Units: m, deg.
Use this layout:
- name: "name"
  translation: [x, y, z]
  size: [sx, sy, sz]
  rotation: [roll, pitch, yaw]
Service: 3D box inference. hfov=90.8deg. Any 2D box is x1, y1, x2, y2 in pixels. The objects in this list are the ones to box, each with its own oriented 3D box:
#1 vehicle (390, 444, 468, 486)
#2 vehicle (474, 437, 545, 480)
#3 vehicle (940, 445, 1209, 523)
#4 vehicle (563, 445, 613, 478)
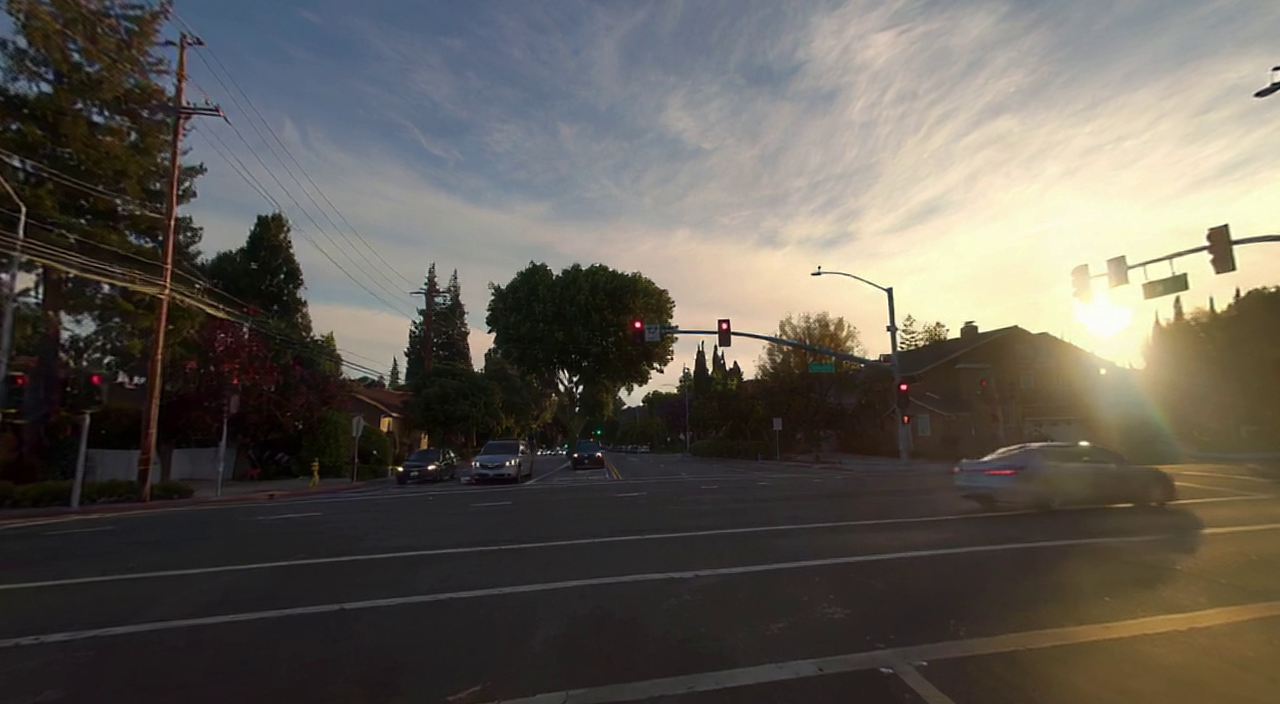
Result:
- name: "vehicle"
  translation: [-10.168, 5.458, 30.890]
  size: [2.241, 1.819, 4.690]
  rotation: [0, -9, -1]
- name: "vehicle"
  translation: [-6.391, 5.295, 31.690]
  size: [2.479, 1.977, 5.254]
  rotation: [0, -9, -1]
- name: "vehicle"
  translation: [8.955, 2.650, 13.169]
  size: [4.443, 1.367, 2.197]
  rotation: [2, -9, -16]
- name: "vehicle"
  translation: [-2.426, 5.281, 30.834]
  size: [2.174, 1.477, 4.805]
  rotation: [0, -9, -2]
